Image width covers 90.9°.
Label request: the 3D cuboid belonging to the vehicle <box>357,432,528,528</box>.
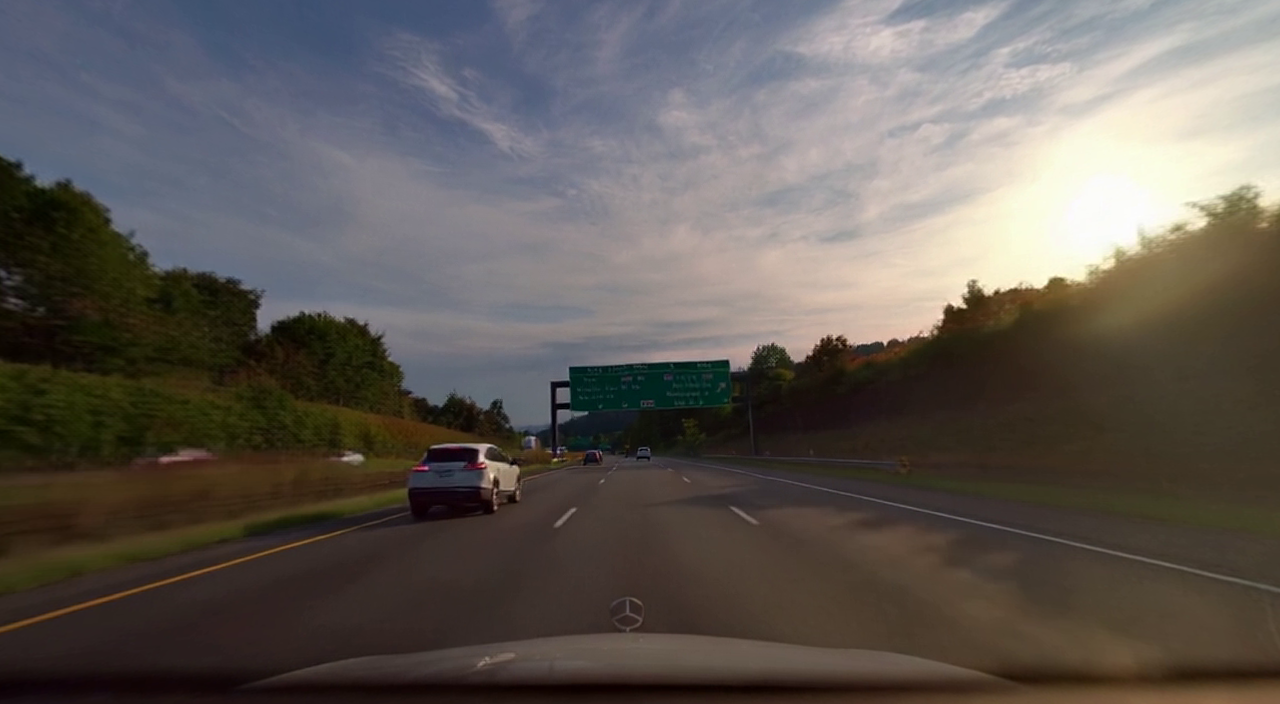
[{"bbox_3d":[-3.710,2.500,12.854,2.028,1.584,4.481,0,-9,0],"label":"vehicle"}]
